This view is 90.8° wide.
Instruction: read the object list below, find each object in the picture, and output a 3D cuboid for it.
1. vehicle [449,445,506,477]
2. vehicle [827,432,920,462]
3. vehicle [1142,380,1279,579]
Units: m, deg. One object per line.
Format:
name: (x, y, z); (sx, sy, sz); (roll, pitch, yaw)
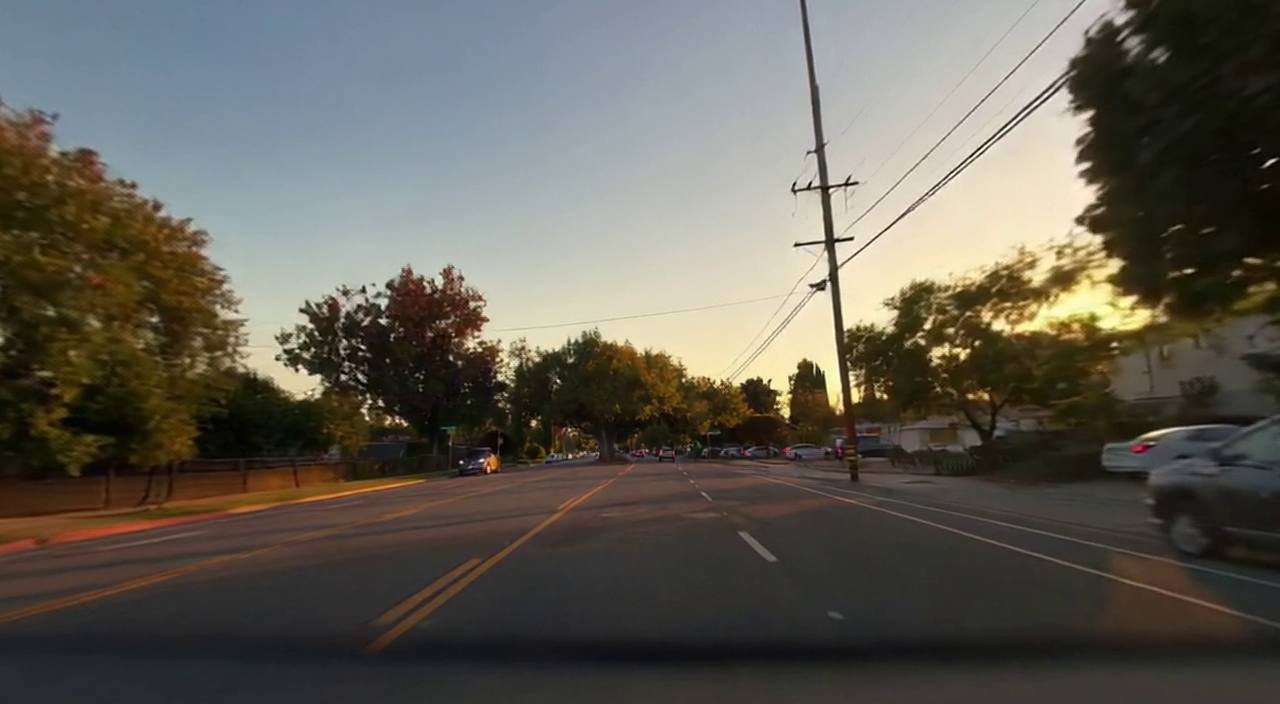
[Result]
vehicle: (-10.767, 7.318, 42.378); (2.347, 1.960, 5.167); (-2, -10, 2)
vehicle: (14.070, 5.770, 38.321); (4.793, 1.744, 2.055); (-1, -9, 1)
vehicle: (7.443, 1.153, 5.560); (2.040, 1.970, 4.753); (0, -9, 0)
